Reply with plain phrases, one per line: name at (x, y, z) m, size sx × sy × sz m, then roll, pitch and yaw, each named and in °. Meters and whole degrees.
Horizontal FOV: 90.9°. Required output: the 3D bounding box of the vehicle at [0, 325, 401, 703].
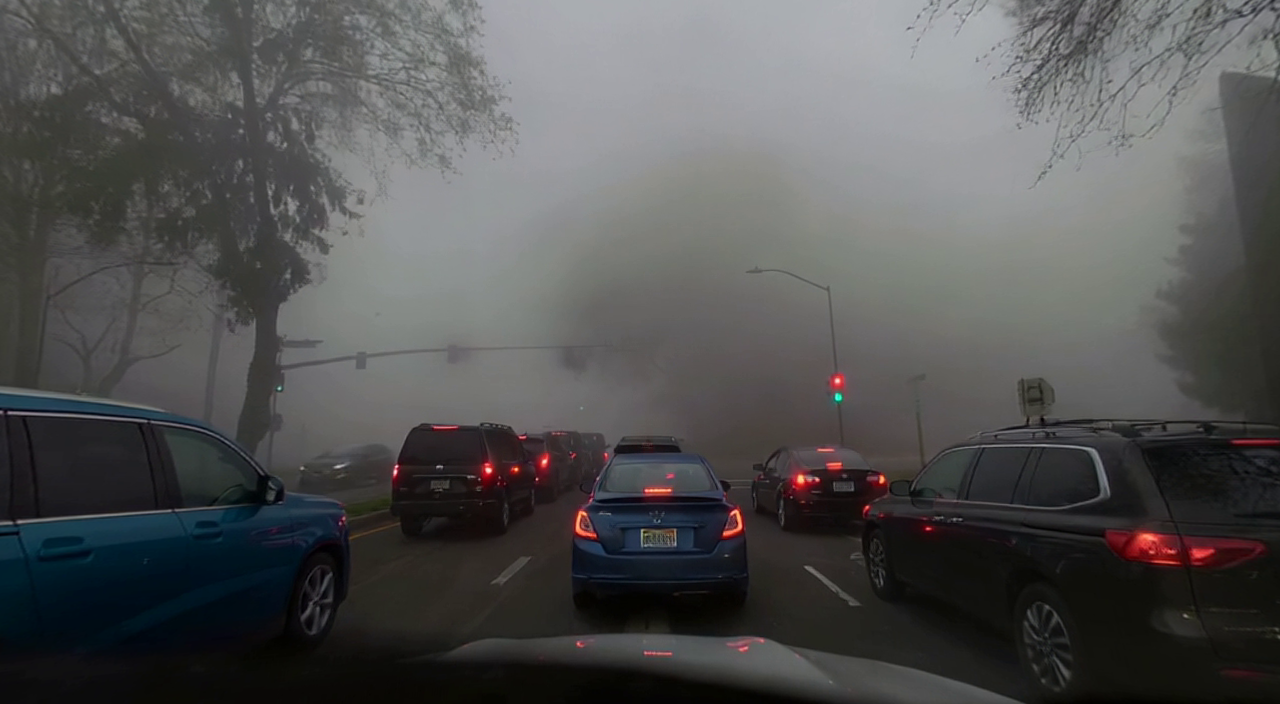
vehicle at (-3.116, 0.955, 3.297) m, size 1.982 × 1.721 × 4.261 m, roll 0°, pitch -8°, yaw 1°

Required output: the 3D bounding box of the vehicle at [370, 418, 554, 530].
vehicle at (-3.176, 2.297, 12.449) m, size 2.117 × 1.772 × 4.619 m, roll 0°, pitch -8°, yaw 2°

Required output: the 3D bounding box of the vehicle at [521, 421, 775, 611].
vehicle at (0.029, 1.598, 7.062) m, size 2.021 × 1.490 × 3.948 m, roll 0°, pitch -8°, yaw -1°

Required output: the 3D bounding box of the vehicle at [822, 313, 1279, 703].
vehicle at (3.224, 1.100, 4.733) m, size 2.141 × 1.833 × 4.704 m, roll 0°, pitch -8°, yaw -2°
